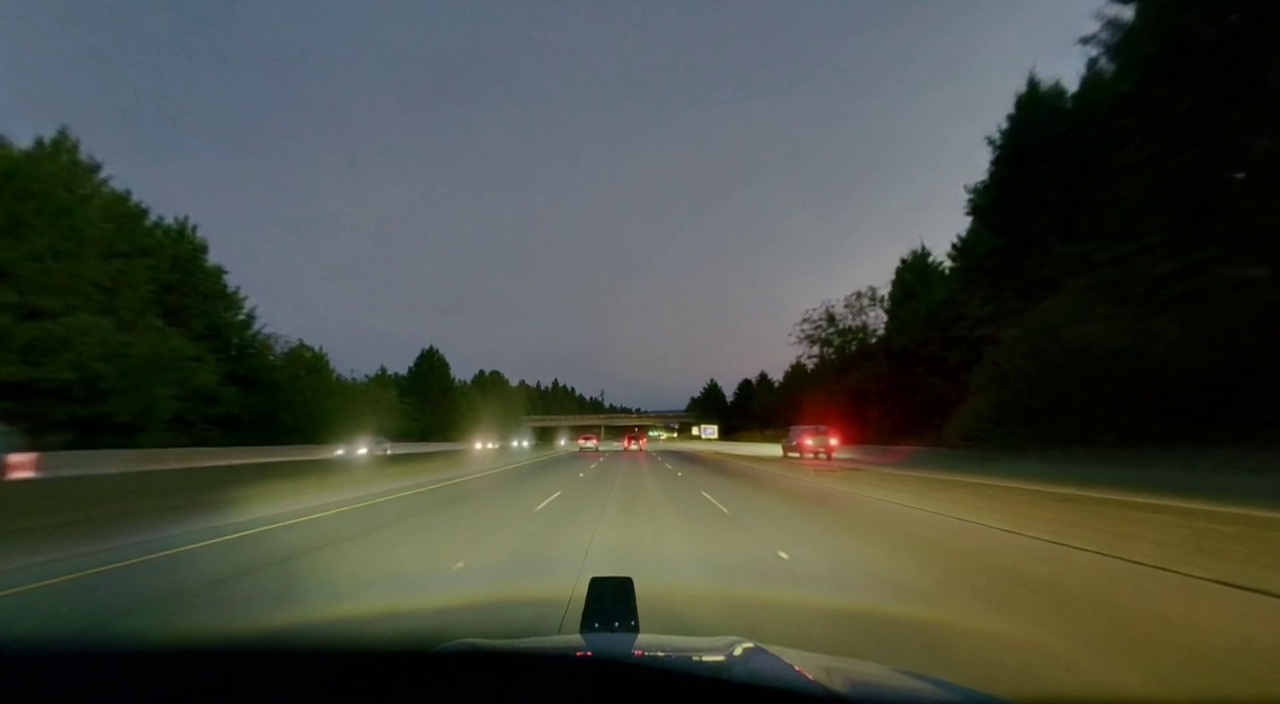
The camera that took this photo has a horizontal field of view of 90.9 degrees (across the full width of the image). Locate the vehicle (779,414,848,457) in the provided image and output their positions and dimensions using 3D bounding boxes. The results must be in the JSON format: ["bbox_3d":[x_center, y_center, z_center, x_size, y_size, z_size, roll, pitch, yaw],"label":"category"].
[{"bbox_3d":[9.249,4.493,34.000,2.123,2.156,4.679,0,-8,-3],"label":"vehicle"}]

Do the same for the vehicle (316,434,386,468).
[{"bbox_3d":[-16.742,5.735,36.729,1.946,1.804,4.654,0,-8,-1],"label":"vehicle"}]
